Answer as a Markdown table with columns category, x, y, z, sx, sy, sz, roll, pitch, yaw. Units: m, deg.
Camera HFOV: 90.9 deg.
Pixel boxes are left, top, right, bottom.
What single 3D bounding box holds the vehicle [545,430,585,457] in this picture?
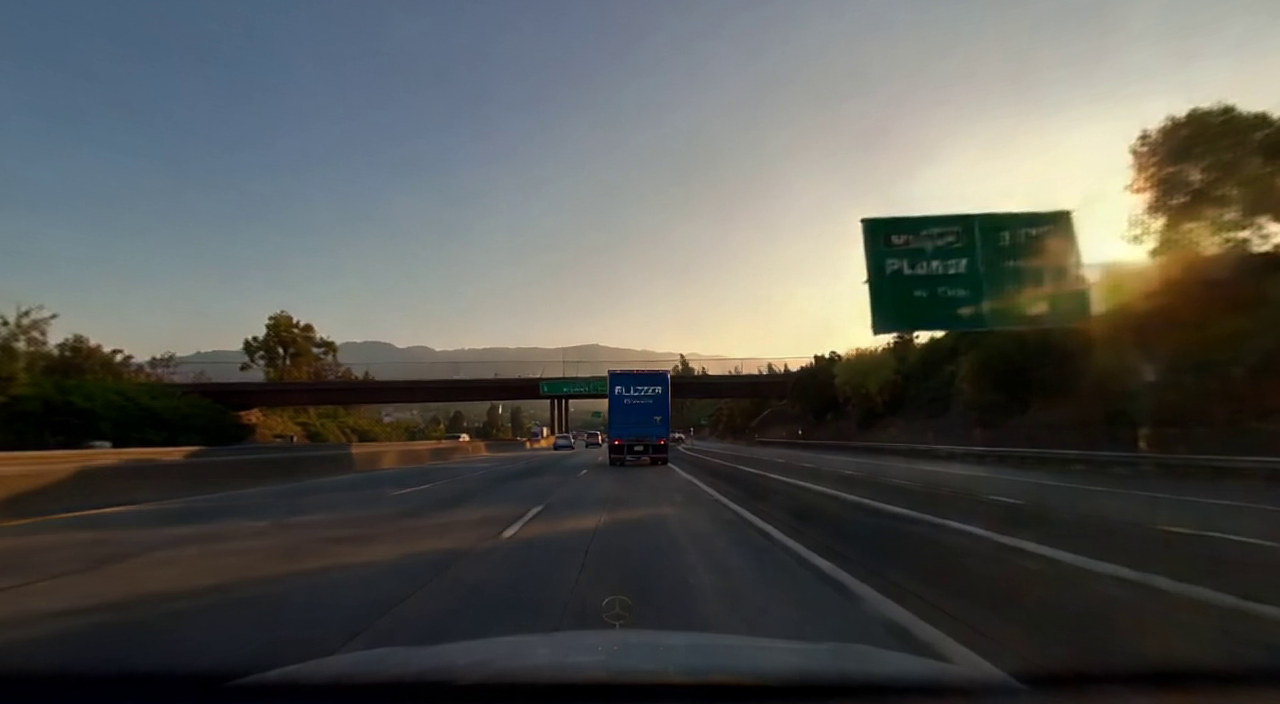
| category | x | y | z | sx | sy | sz | roll | pitch | yaw |
| --- | --- | --- | --- | --- | --- | --- | --- | --- | --- |
| vehicle | -4.970 | 6.149 | 42.366 | 2.198 | 1.712 | 4.655 | 0 | -8 | -1 |

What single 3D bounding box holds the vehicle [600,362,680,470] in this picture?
| category | x | y | z | sx | sy | sz | roll | pitch | yaw |
| --- | --- | --- | --- | --- | --- | --- | --- | --- | --- |
| vehicle | -0.150 | 3.156 | 29.155 | 2.926 | 3.959 | 11.818 | 0 | -8 | -1 |
